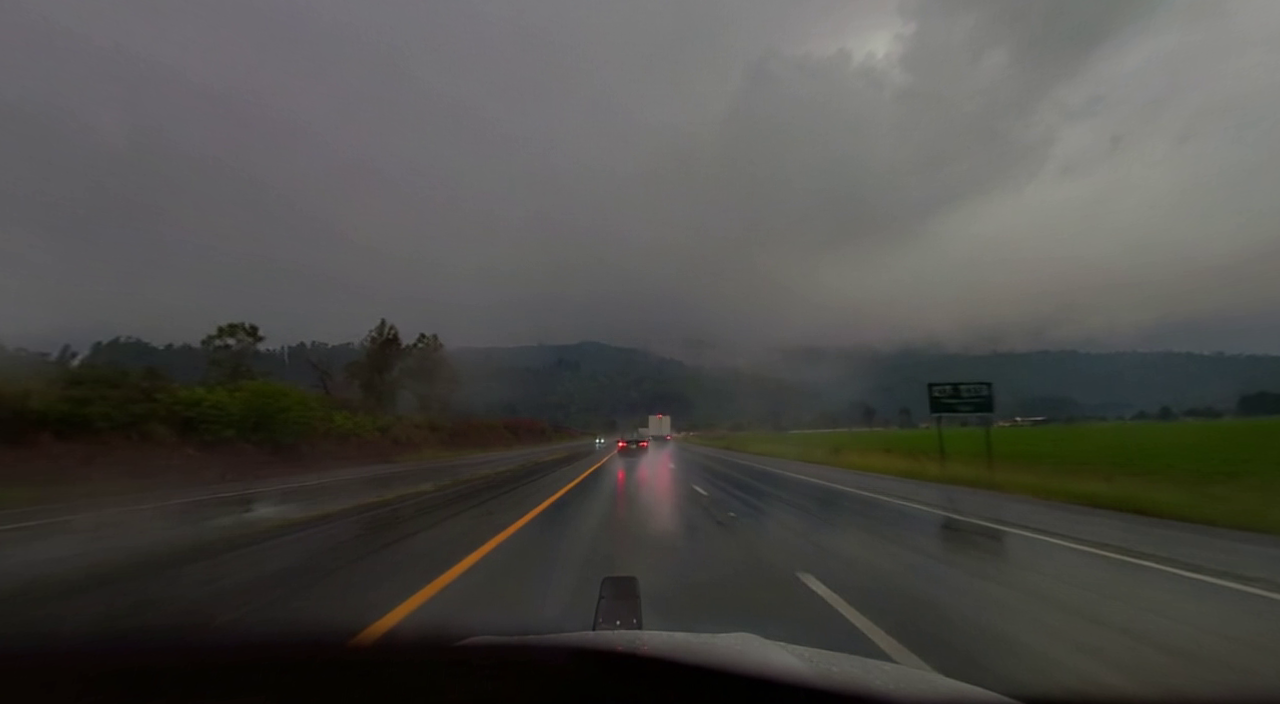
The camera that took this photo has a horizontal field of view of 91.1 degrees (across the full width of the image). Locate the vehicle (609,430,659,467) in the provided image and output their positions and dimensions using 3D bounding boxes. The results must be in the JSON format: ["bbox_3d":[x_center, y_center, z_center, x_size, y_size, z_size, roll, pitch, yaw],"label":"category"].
[{"bbox_3d":[-0.313,4.619,30.317,2.216,1.623,4.220,0,-8,-1],"label":"vehicle"}]
